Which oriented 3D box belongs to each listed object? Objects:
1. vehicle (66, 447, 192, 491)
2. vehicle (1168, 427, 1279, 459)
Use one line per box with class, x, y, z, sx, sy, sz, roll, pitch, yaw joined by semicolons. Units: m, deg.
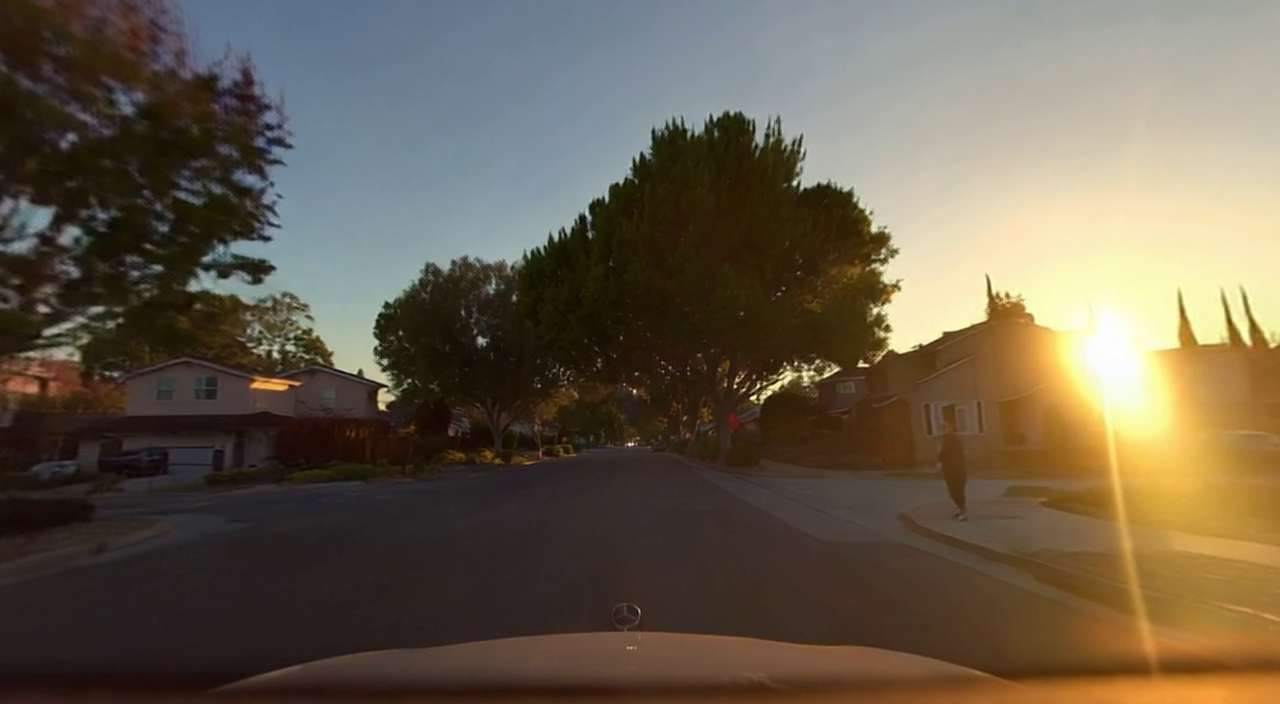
vehicle;-24.922;5.706;31.117;2.004;1.856;4.934;-4;-9;2
vehicle;29.745;4.643;32.056;1.764;1.491;4.548;0;-9;-2
